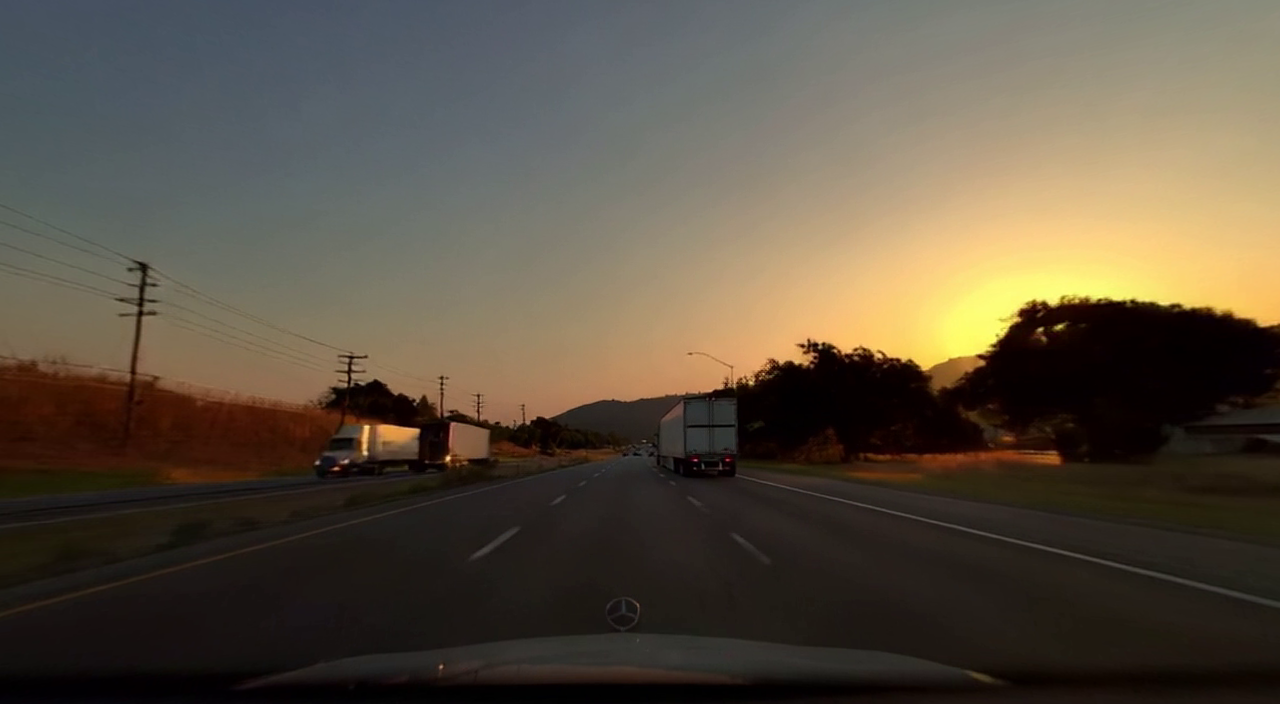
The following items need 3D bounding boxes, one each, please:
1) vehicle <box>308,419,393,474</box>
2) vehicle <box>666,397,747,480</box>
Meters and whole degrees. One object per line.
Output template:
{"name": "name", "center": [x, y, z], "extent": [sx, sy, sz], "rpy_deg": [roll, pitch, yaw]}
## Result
{"name": "vehicle", "center": [-21.970, 7.300, 48.326], "extent": [2.941, 3.857, 7.508], "rpy_deg": [-1, -9, -1]}
{"name": "vehicle", "center": [3.464, 5.182, 37.045], "extent": [3.037, 3.999, 13.133], "rpy_deg": [0, -9, -1]}
